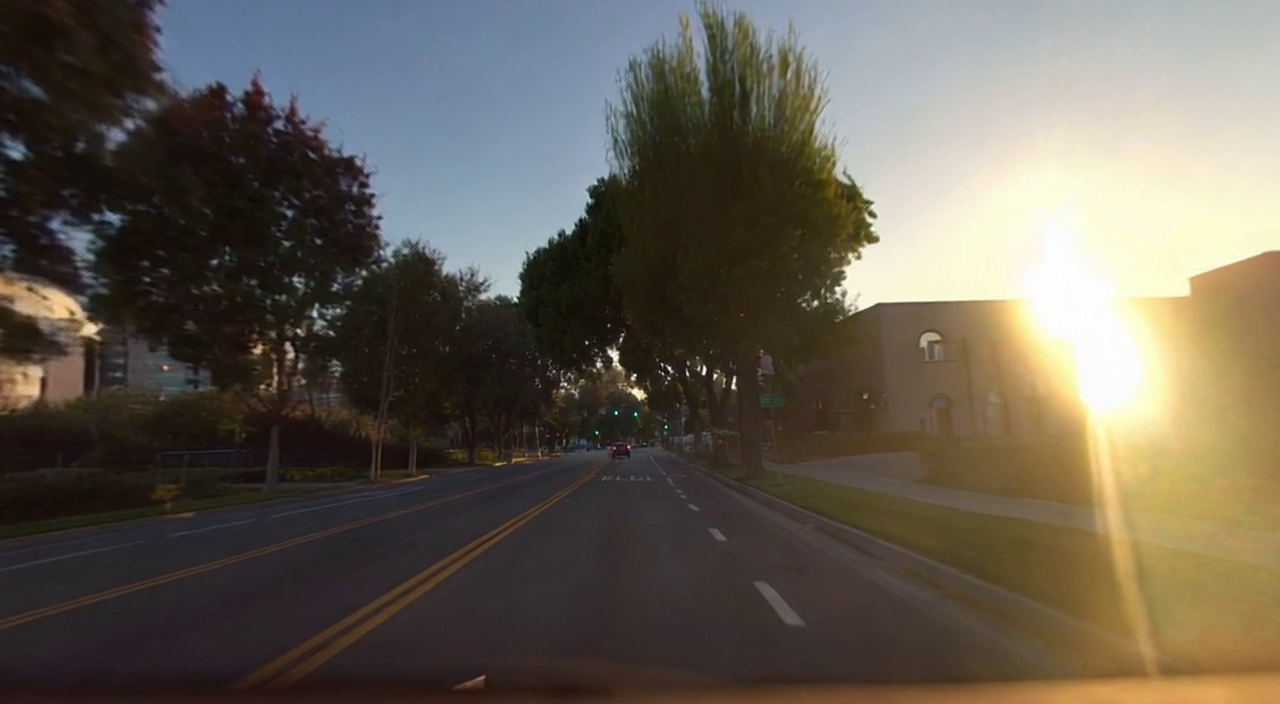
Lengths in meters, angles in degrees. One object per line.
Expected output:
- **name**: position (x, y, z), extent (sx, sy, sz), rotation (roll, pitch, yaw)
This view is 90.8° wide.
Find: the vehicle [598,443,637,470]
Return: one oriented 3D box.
- **vehicle**: position (-1.342, 6.104, 37.010), extent (2.131, 1.474, 4.146), rotation (0, -9, -3)
